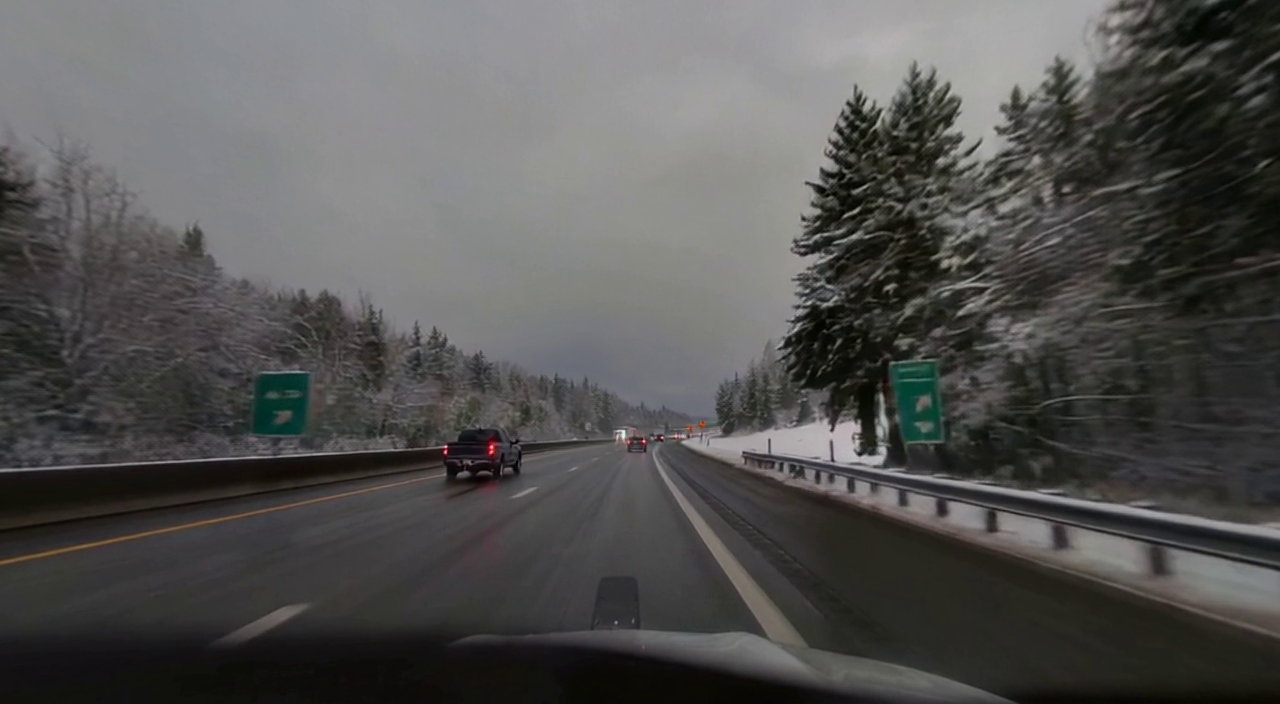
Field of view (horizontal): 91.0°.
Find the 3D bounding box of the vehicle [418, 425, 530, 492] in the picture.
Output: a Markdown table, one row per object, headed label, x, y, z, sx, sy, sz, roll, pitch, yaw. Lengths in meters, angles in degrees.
| label | x | y | z | sx | sy | sz | roll | pitch | yaw |
| --- | --- | --- | --- | --- | --- | --- | --- | --- | --- |
| vehicle | -4.616 | 3.035 | 18.275 | 2.075 | 1.653 | 4.317 | -1 | -8 | 0 |
